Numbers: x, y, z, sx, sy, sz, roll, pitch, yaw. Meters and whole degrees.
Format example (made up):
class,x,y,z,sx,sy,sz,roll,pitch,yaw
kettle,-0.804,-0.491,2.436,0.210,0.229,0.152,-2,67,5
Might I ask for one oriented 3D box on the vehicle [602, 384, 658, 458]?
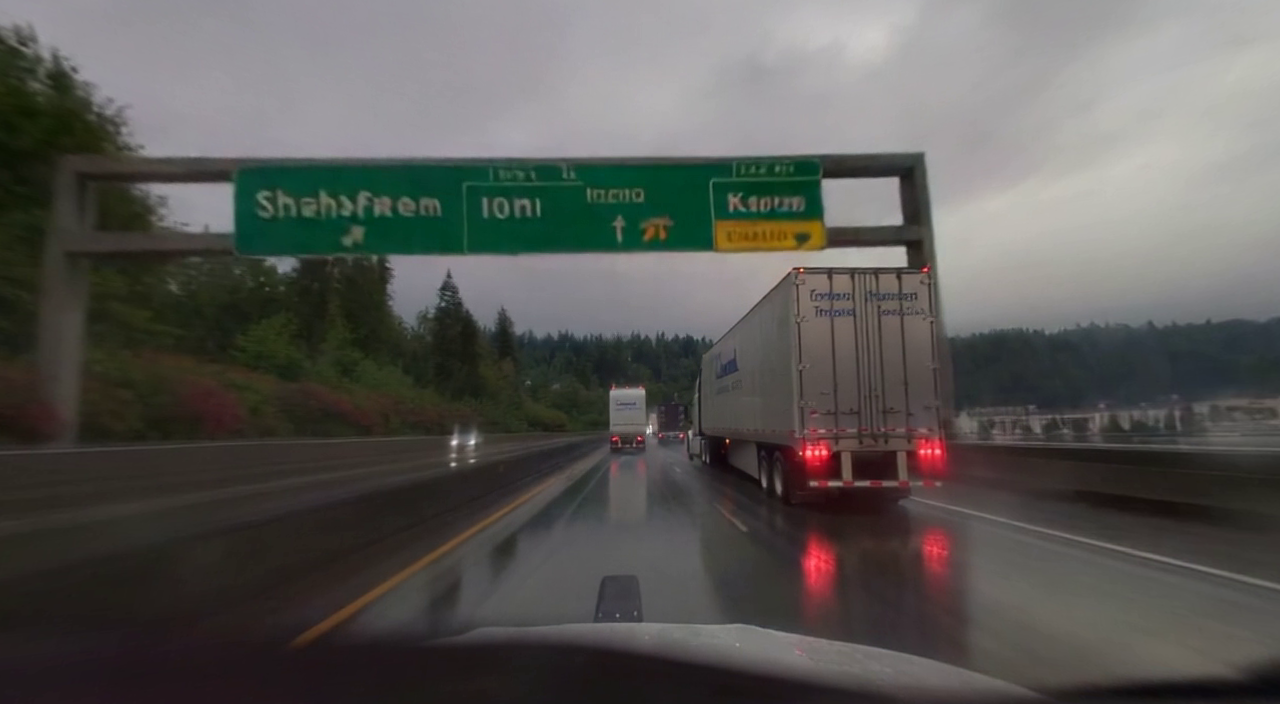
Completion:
class,x,y,z,sx,sy,sz,roll,pitch,yaw
vehicle,-0.611,4.307,38.357,2.958,3.917,10.196,0,-8,-1

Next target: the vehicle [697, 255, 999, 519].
class,x,y,z,sx,sy,sz,roll,pitch,yaw
vehicle,3.872,1.469,17.100,2.856,4.145,14.500,0,-8,-2
